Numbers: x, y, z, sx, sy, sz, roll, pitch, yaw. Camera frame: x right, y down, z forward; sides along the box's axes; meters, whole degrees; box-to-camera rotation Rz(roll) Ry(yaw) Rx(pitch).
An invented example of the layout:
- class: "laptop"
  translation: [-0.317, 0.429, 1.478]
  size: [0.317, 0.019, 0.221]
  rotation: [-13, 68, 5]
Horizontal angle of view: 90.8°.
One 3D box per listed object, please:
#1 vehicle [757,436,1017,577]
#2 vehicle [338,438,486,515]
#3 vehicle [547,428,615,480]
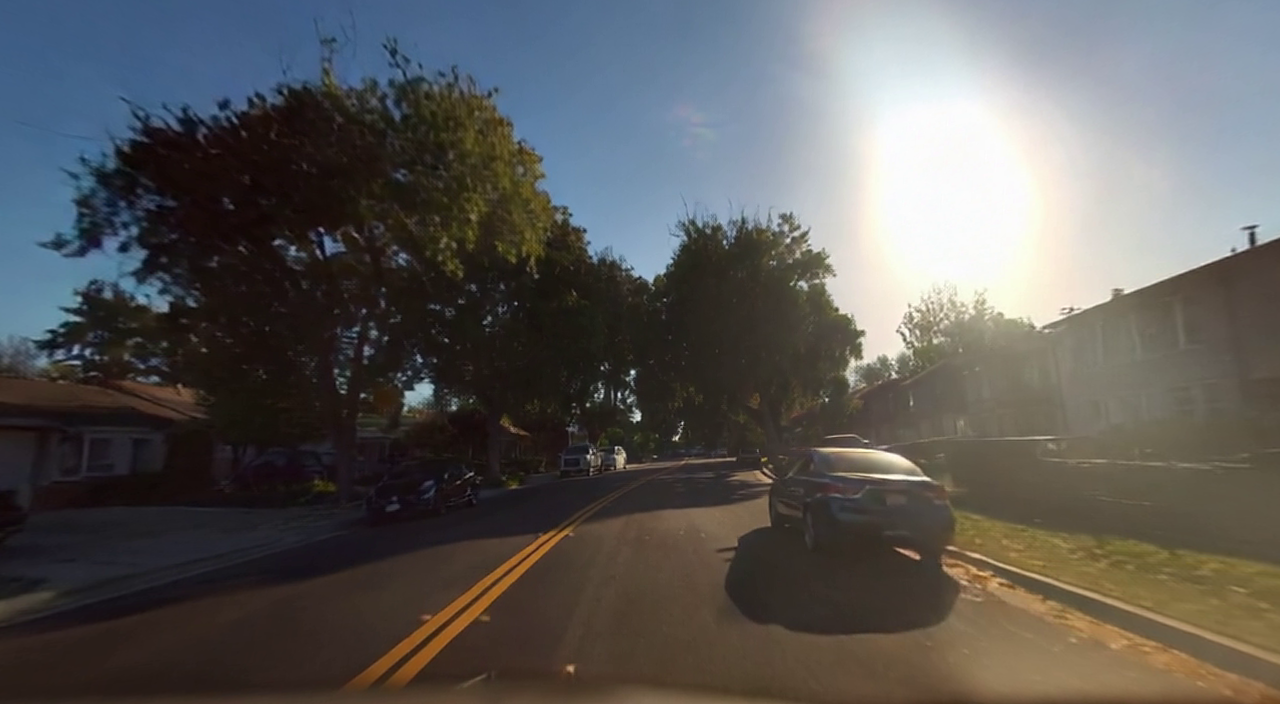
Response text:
- class: "vehicle"
  translation: [3.018, 1.958, 8.852]
  size: [1.972, 1.460, 4.137]
  rotation: [-1, -8, 0]
- class: "vehicle"
  translation: [-5.455, 3.233, 15.815]
  size: [2.005, 1.557, 4.172]
  rotation: [-3, -15, 2]
- class: "vehicle"
  translation: [-3.184, 5.913, 35.738]
  size: [2.334, 2.126, 6.444]
  rotation: [-6, -15, 7]
